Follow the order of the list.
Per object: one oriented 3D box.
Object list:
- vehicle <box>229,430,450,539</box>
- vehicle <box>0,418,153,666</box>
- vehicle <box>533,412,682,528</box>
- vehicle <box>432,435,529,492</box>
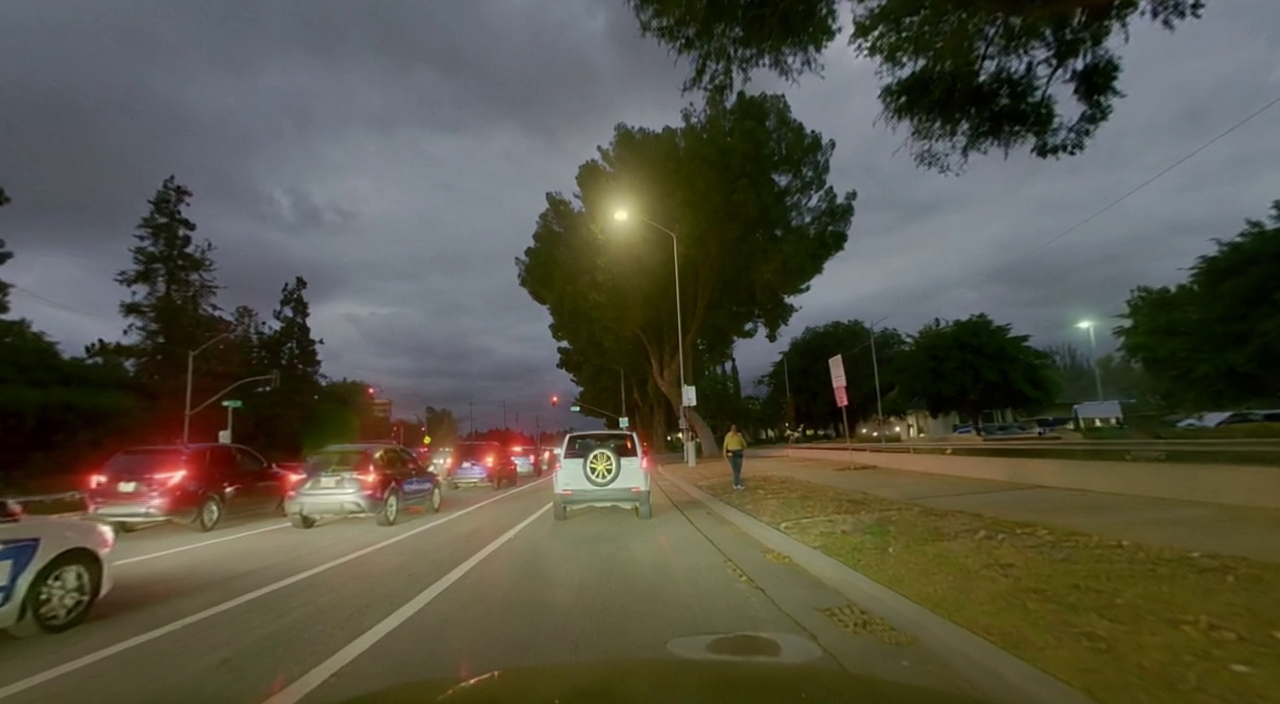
[{"bbox_3d":[-5.401,2.422,12.206,2.010,1.674,4.484,0,-9,0],"label":"vehicle"},{"bbox_3d":[-5.257,1.131,3.336,2.069,1.616,4.108,0,-9,0],"label":"vehicle"},{"bbox_3d":[-0.572,2.206,12.268,2.368,1.829,4.293,0,-9,-2],"label":"vehicle"},{"bbox_3d":[-5.423,3.853,22.201,2.188,1.774,4.477,0,-9,1],"label":"vehicle"}]
